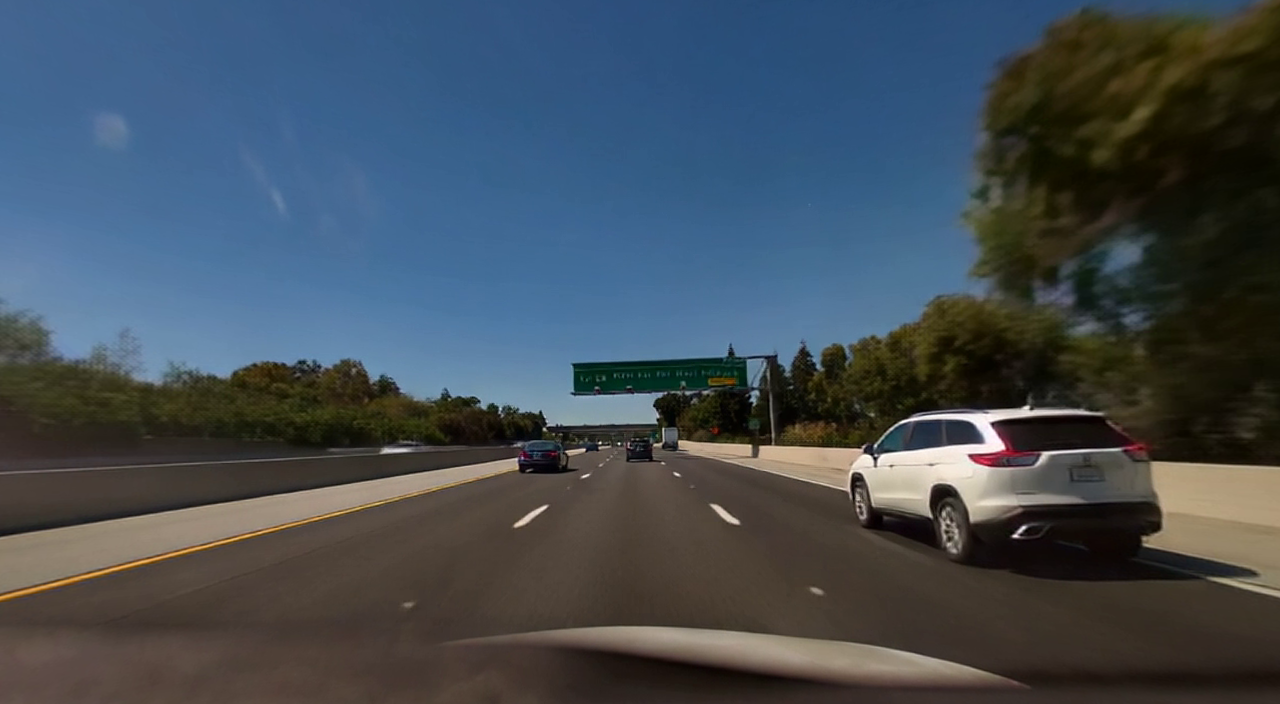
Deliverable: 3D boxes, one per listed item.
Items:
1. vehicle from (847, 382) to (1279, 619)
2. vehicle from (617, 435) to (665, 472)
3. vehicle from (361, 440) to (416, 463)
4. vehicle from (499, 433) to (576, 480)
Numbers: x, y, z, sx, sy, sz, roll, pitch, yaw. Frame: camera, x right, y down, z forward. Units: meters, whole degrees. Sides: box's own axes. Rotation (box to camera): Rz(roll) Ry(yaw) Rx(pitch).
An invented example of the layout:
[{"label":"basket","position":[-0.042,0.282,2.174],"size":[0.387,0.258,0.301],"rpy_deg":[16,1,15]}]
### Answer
[{"label":"vehicle","position":[4.043,1.380,6.782],"size":[2.025,1.707,4.279],"rpy_deg":[0,-8,-2]},{"label":"vehicle","position":[0.033,4.603,28.650],"size":[2.049,1.542,3.816],"rpy_deg":[0,-8,0]},{"label":"vehicle","position":[-16.785,6.667,42.136],"size":[1.959,1.466,4.156],"rpy_deg":[0,-8,0]},{"label":"vehicle","position":[-3.691,3.867,23.467],"size":[2.066,1.561,4.495],"rpy_deg":[0,-8,1]}]
